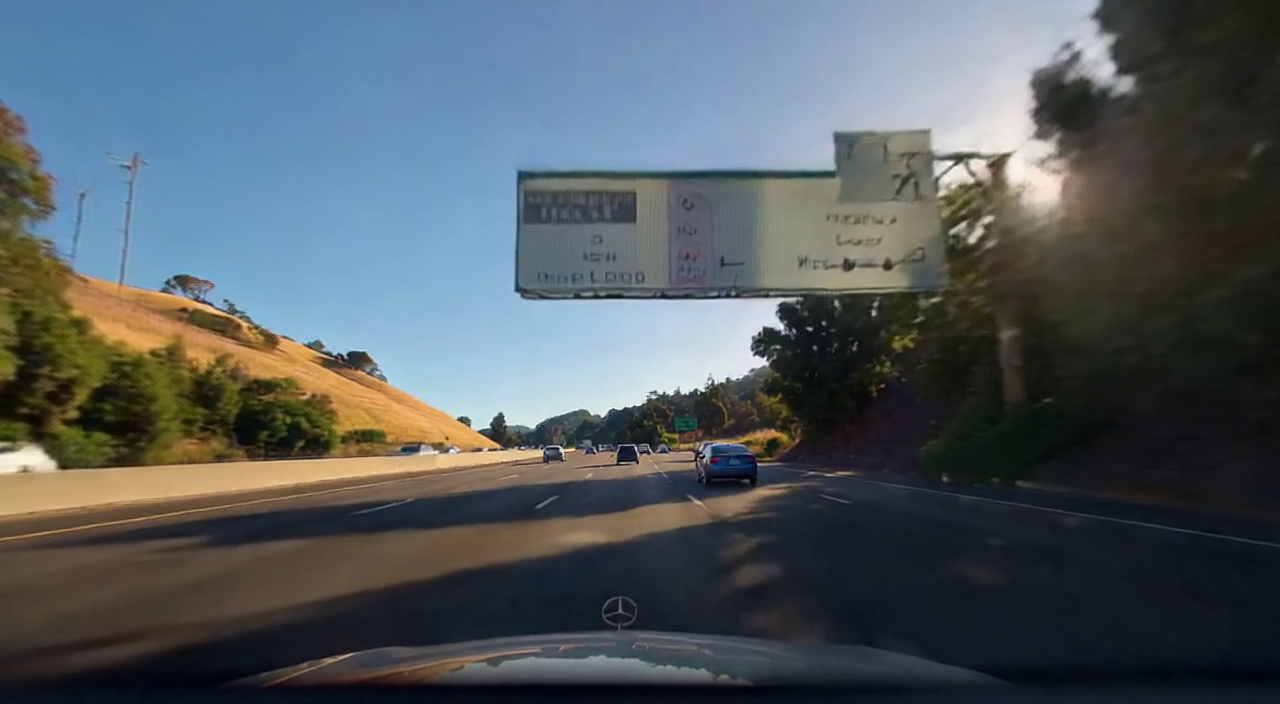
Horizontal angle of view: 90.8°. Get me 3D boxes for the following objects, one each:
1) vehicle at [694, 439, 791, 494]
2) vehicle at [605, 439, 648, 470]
[{"bbox_3d":[3.032,3.511,19.803,2.120,1.492,4.734,0,-8,-2],"label":"vehicle"},{"bbox_3d":[-0.756,5.809,35.968,2.277,1.675,4.023,0,-8,-1],"label":"vehicle"}]
